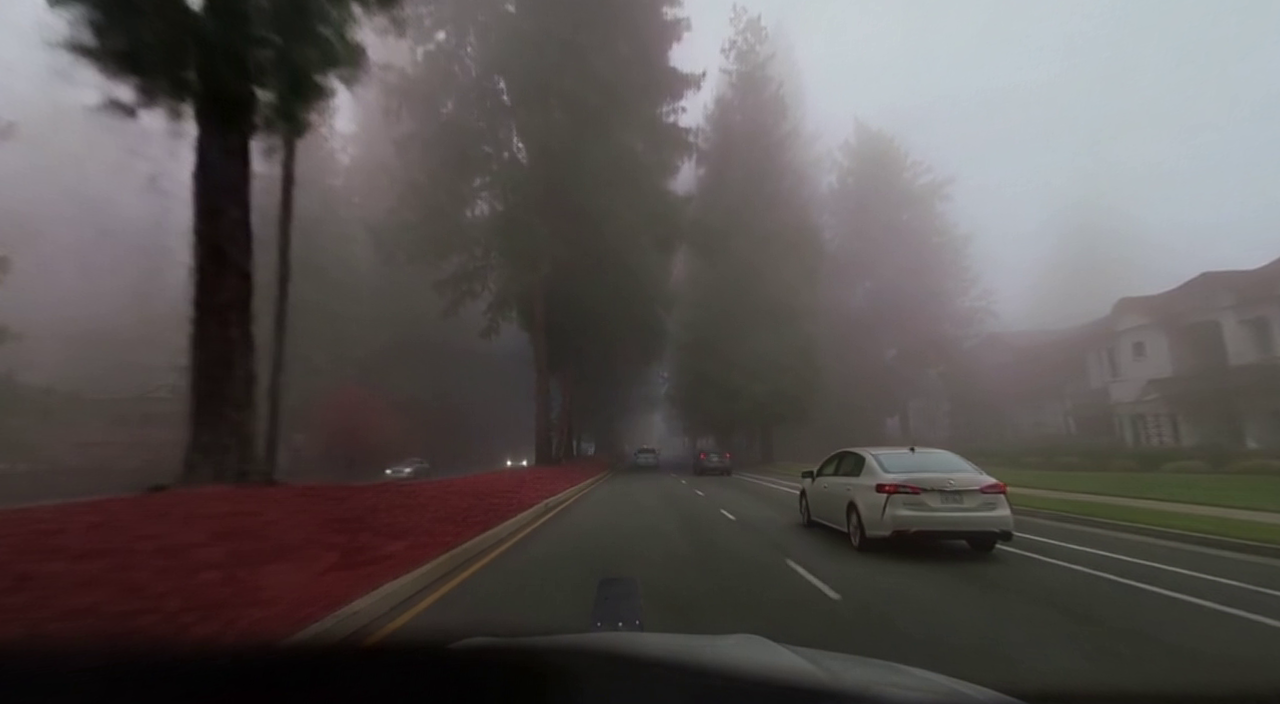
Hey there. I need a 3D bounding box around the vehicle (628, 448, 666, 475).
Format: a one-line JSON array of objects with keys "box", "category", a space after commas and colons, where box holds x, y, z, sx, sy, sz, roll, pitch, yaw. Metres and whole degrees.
[{"box": [0.398, 6.430, 37.241, 2.082, 1.473, 4.028, 0, -9, 0], "category": "vehicle"}]

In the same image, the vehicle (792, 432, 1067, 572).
[{"box": [3.711, 1.973, 9.113, 1.985, 1.529, 4.147, 0, -9, 0], "category": "vehicle"}]

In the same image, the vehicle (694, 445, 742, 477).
[{"box": [4.281, 6.029, 35.211, 2.074, 1.652, 4.340, 0, -9, 0], "category": "vehicle"}]

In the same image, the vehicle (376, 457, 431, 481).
[{"box": [-15.920, 7.860, 42.807, 1.855, 1.449, 4.662, 0, -9, 1], "category": "vehicle"}]
